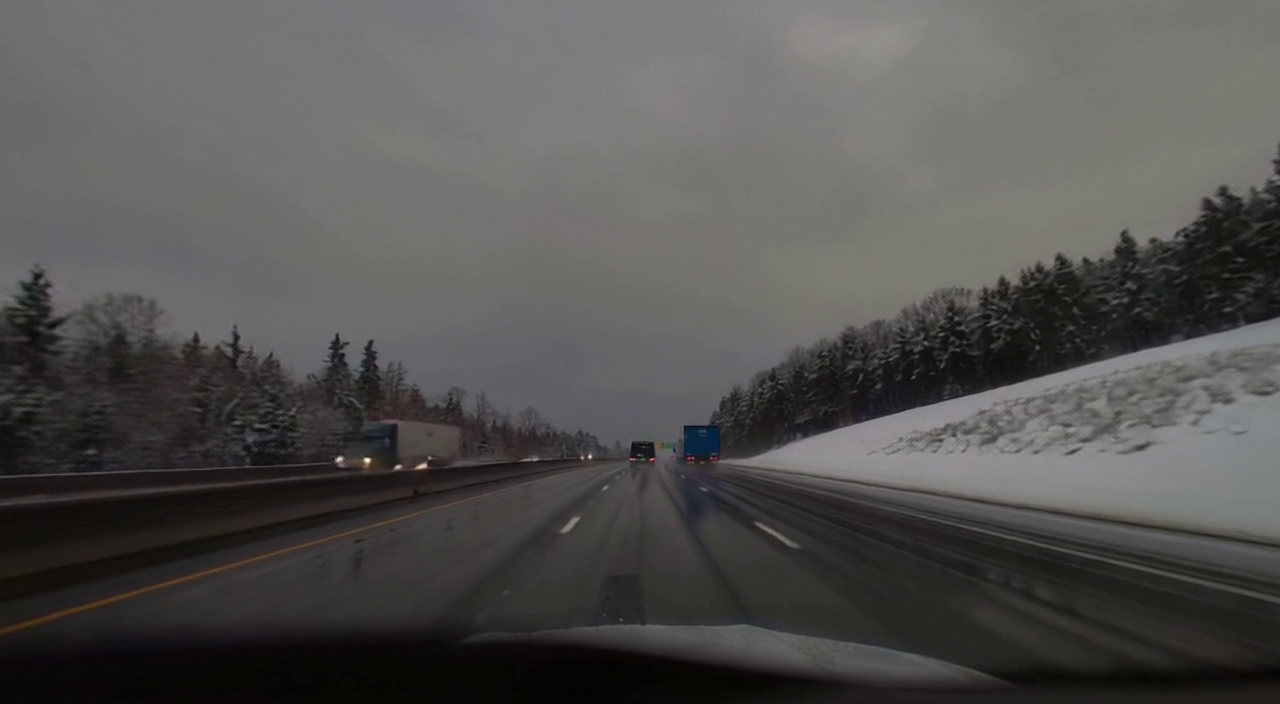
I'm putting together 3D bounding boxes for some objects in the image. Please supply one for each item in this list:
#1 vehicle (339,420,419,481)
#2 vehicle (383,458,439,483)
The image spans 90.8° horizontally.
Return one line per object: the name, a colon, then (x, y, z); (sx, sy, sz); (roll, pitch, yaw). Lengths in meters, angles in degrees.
vehicle: (-18.350, 6.980, 44.839); (3.003, 4.022, 5.860); (0, -9, 1)
vehicle: (-14.823, 7.653, 41.119); (1.897, 1.467, 4.566); (0, -9, 1)
